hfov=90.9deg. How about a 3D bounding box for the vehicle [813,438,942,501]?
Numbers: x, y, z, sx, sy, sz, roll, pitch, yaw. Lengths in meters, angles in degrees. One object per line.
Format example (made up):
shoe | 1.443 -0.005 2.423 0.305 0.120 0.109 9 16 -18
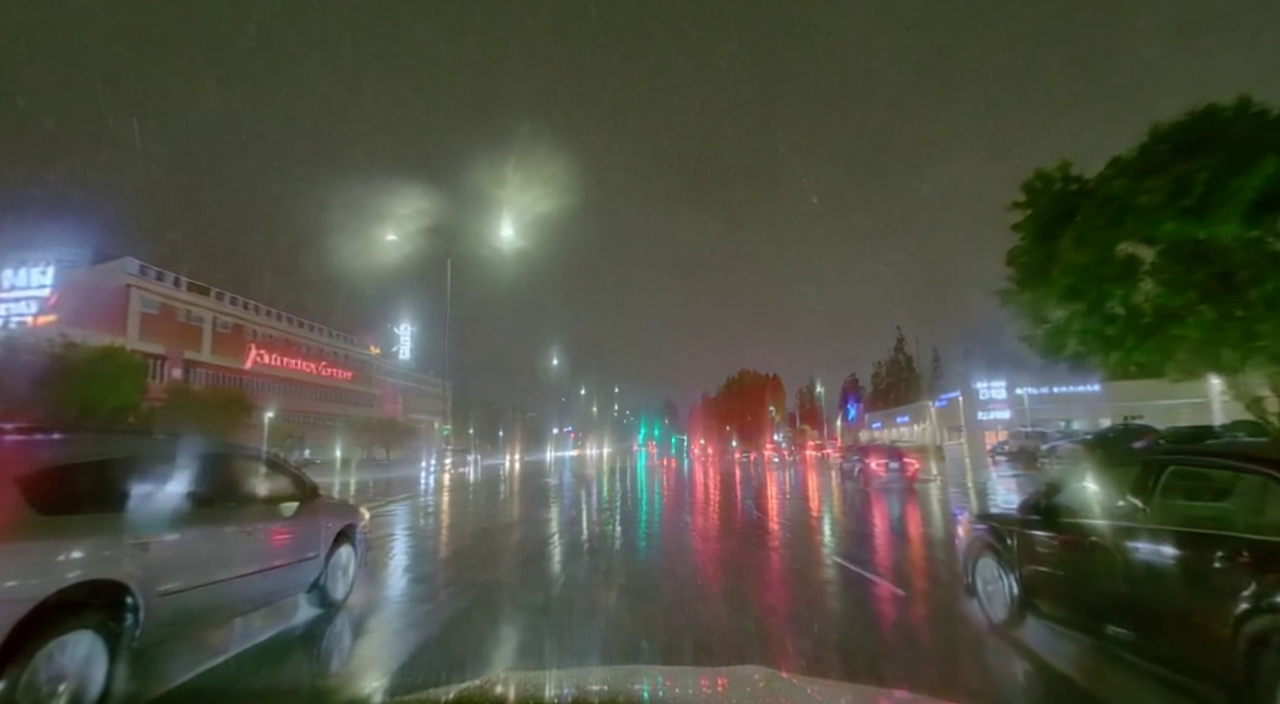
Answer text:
vehicle | 7.055 3.504 19.293 2.077 1.666 4.342 0 -8 -3

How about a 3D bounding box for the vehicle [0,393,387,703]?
vehicle | -3.597 1.095 3.637 2.155 1.504 4.776 -1 -8 2

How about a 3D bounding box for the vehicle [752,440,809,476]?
vehicle | 7.652 5.798 34.778 2.003 1.789 4.718 0 -8 -1

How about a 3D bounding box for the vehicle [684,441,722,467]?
vehicle | 4.205 6.890 42.711 2.007 1.683 4.171 0 -8 -2

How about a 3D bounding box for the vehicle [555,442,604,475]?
vehicle | -2.889 5.201 31.040 1.917 1.511 4.436 0 -8 1

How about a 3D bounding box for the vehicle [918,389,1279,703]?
vehicle | 3.344 0.995 3.007 1.981 1.499 4.536 0 -8 0
